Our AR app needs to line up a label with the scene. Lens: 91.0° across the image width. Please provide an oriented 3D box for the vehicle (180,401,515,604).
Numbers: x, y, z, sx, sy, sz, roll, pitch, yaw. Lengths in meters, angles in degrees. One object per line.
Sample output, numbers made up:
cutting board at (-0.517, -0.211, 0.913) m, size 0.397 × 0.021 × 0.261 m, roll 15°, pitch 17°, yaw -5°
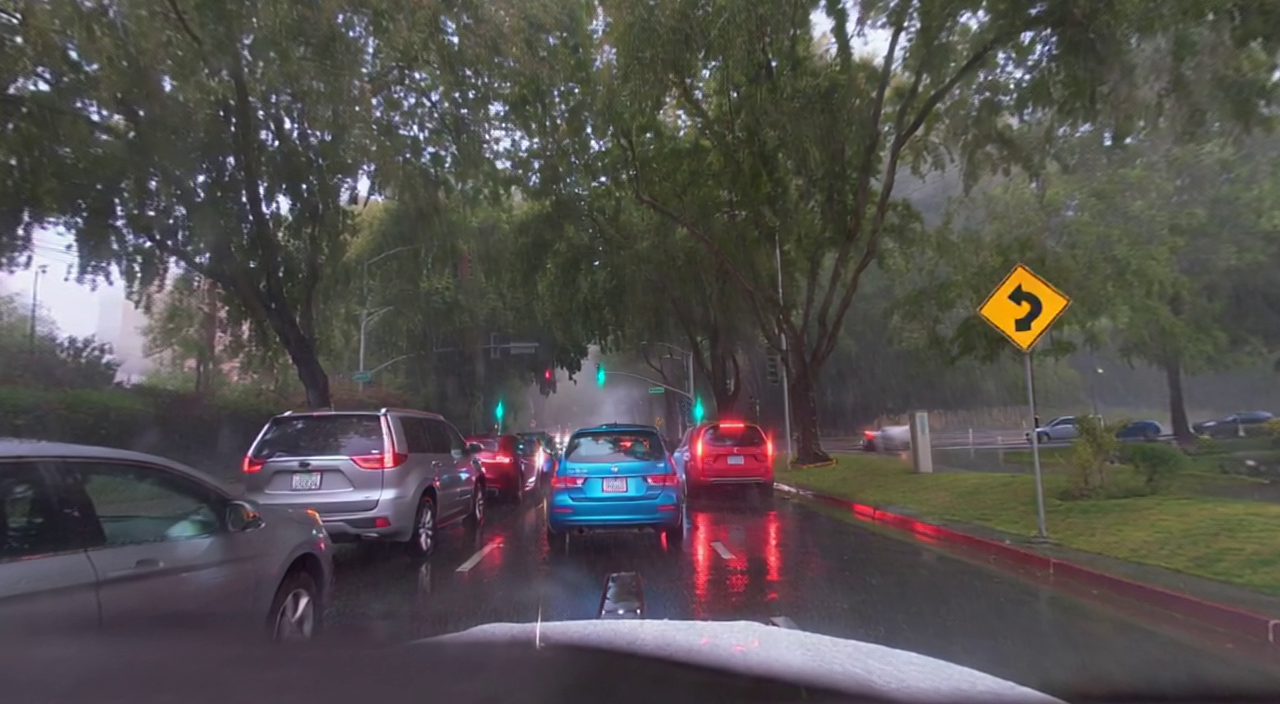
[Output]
vehicle at (-2.886, 1.577, 7.448) m, size 1.964 × 1.712 × 4.097 m, roll 0°, pitch -8°, yaw 0°

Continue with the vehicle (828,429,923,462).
vehicle at (11.398, 4.561, 30.688) m, size 3.883 × 1.534 × 1.779 m, roll 0°, pitch -8°, yaw 2°

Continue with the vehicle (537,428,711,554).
vehicle at (-0.242, 1.918, 9.346) m, size 2.025 × 1.453 × 3.848 m, roll 0°, pitch -8°, yaw -2°

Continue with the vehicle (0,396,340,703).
vehicle at (-2.938, 0.841, 1.621) m, size 1.974 × 1.484 × 4.716 m, roll 0°, pitch -8°, yaw 0°

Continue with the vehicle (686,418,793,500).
vehicle at (2.468, 2.810, 16.873) m, size 2.059 × 1.864 × 4.541 m, roll 0°, pitch -8°, yaw -1°
